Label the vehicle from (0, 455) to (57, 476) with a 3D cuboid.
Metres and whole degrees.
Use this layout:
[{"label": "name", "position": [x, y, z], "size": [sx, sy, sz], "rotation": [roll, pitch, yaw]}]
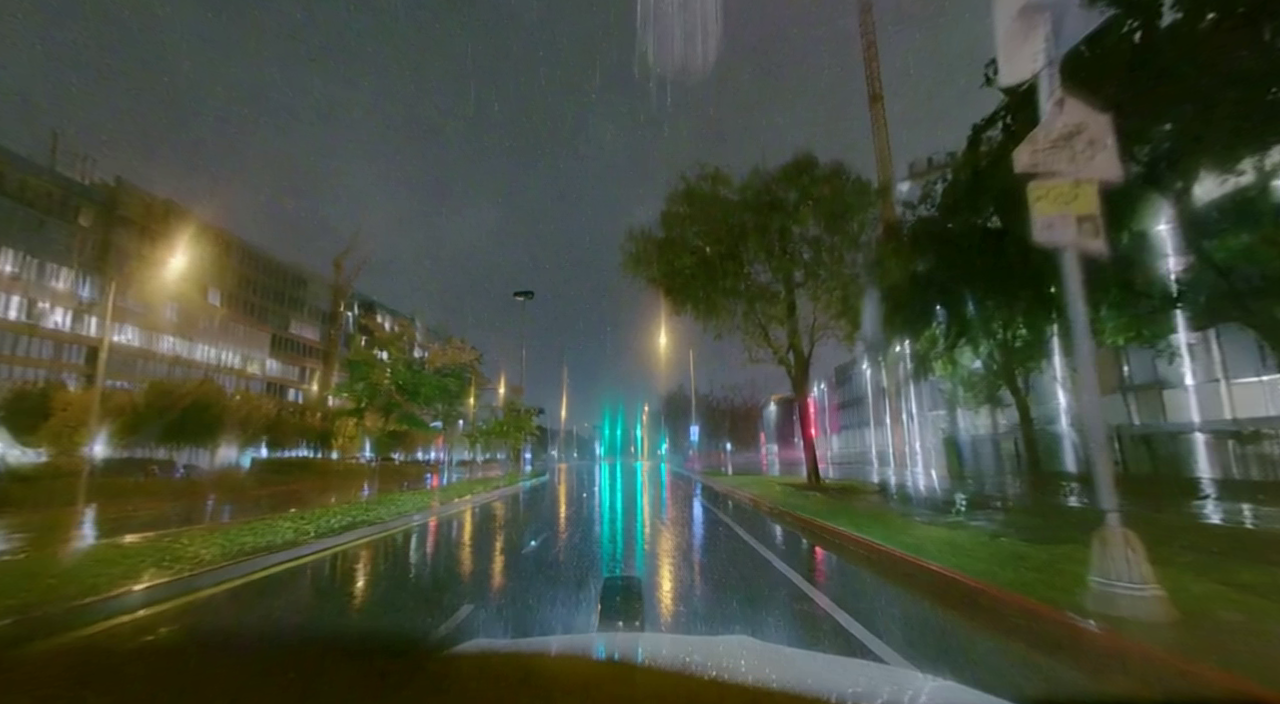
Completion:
[{"label": "vehicle", "position": [-43.454, 7.948, 44.087], "size": [3.564, 1.431, 1.678], "rotation": [0, -9, 1]}]
